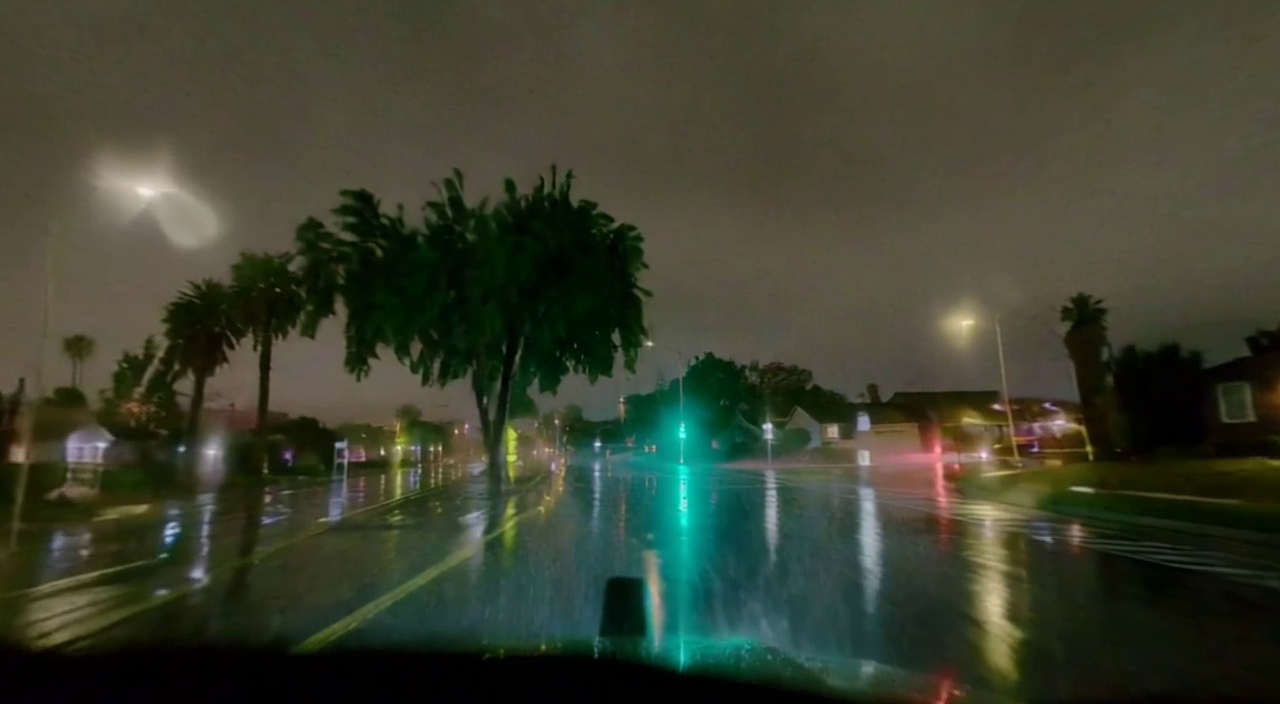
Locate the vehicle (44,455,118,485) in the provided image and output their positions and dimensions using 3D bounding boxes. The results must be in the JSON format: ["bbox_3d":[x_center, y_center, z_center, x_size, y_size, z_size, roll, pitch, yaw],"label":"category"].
[{"bbox_3d":[-39.975,8.395,45.274,2.227,1.905,5.954,4,-9,-24],"label":"vehicle"}]

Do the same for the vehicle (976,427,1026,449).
[{"bbox_3d":[28.388,6.783,49.683,1.798,1.621,3.735,0,-8,3],"label":"vehicle"}]

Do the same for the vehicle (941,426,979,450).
[{"bbox_3d":[24.700,6.598,48.770,1.994,1.714,4.222,-1,-7,18],"label":"vehicle"}]

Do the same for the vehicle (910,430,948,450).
[{"bbox_3d":[22.565,6.887,49.318,1.702,1.536,3.896,-1,-8,9],"label":"vehicle"}]

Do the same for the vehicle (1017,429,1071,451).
[{"bbox_3d":[31.180,6.841,48.789,1.854,1.512,4.082,-6,-9,8],"label":"vehicle"}]
